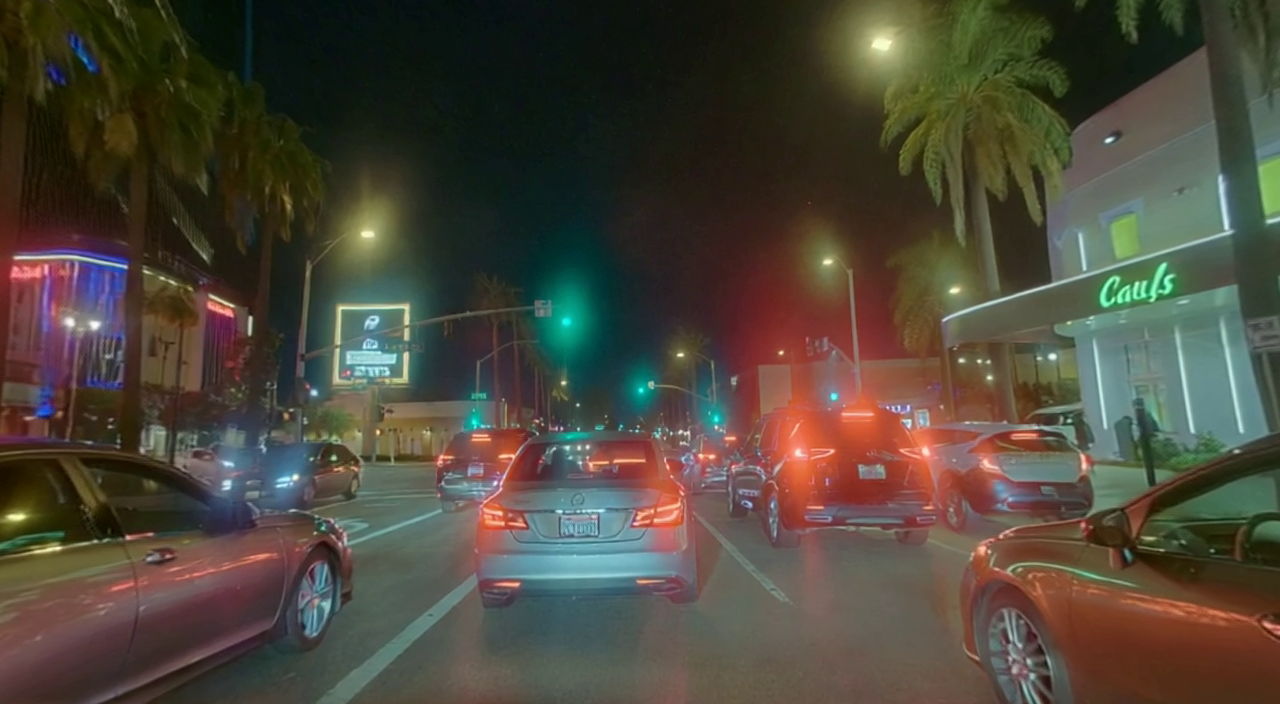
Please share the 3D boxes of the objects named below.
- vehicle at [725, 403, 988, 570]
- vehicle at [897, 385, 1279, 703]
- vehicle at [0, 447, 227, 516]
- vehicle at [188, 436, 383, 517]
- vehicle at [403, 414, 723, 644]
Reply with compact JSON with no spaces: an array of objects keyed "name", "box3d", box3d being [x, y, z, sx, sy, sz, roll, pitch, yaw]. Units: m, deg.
[{"name":"vehicle","box3d":[2.637,1.781,9.094,2.096,1.775,4.440,0,-9,-1]},{"name":"vehicle","box3d":[2.619,0.816,1.514,2.085,1.469,4.458,0,-9,0]},{"name":"vehicle","box3d":[-12.872,3.137,15.934,1.870,1.475,4.531,0,-9,-1]},{"name":"vehicle","box3d":[-7.574,2.671,14.096,1.945,1.494,4.252,0,-9,-1]},{"name":"vehicle","box3d":[-0.529,1.471,6.260,2.096,1.492,4.071,0,-9,-1]}]
